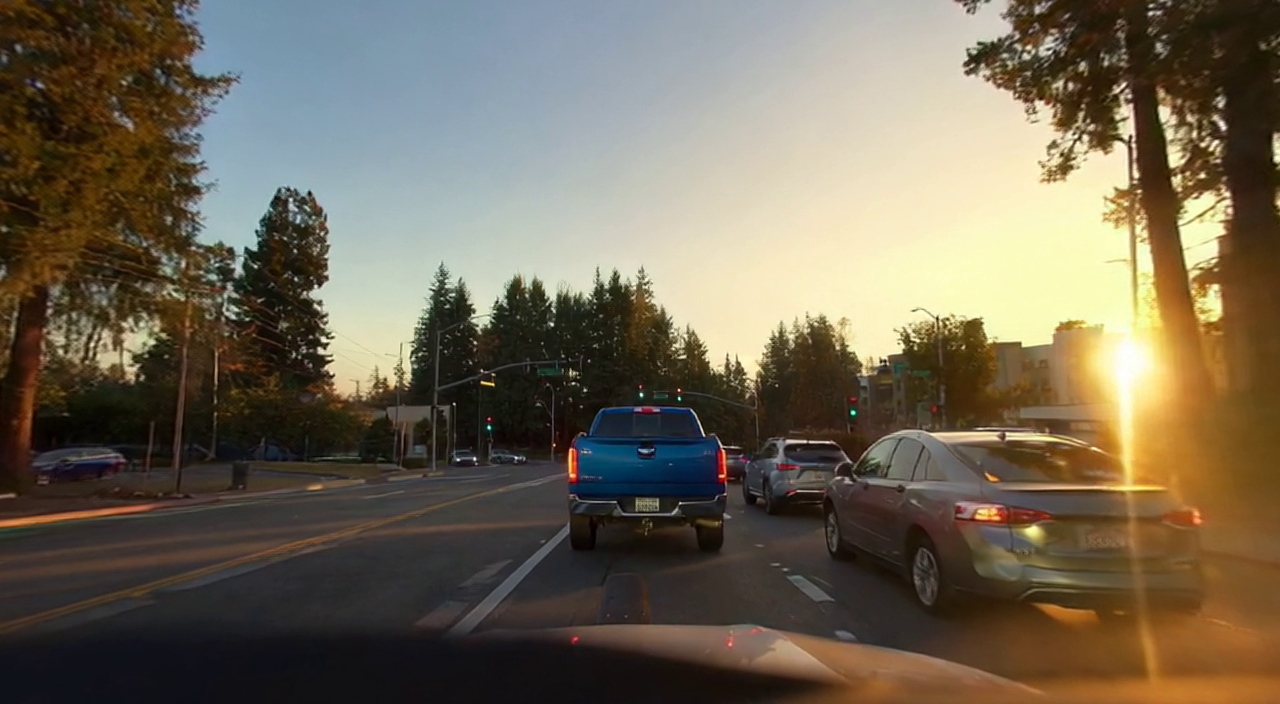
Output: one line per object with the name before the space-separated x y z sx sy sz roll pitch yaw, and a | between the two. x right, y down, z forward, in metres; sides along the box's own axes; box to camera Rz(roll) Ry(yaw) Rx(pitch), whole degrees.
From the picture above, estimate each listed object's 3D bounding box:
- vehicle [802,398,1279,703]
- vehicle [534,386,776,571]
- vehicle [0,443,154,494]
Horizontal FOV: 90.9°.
vehicle | 3.328 1.465 6.030 2.155 1.667 5.162 0 -8 0
vehicle | 0.174 1.777 9.680 2.636 2.011 5.425 0 -8 0
vehicle | -21.746 4.452 24.542 2.062 1.764 4.508 0 -8 -2
